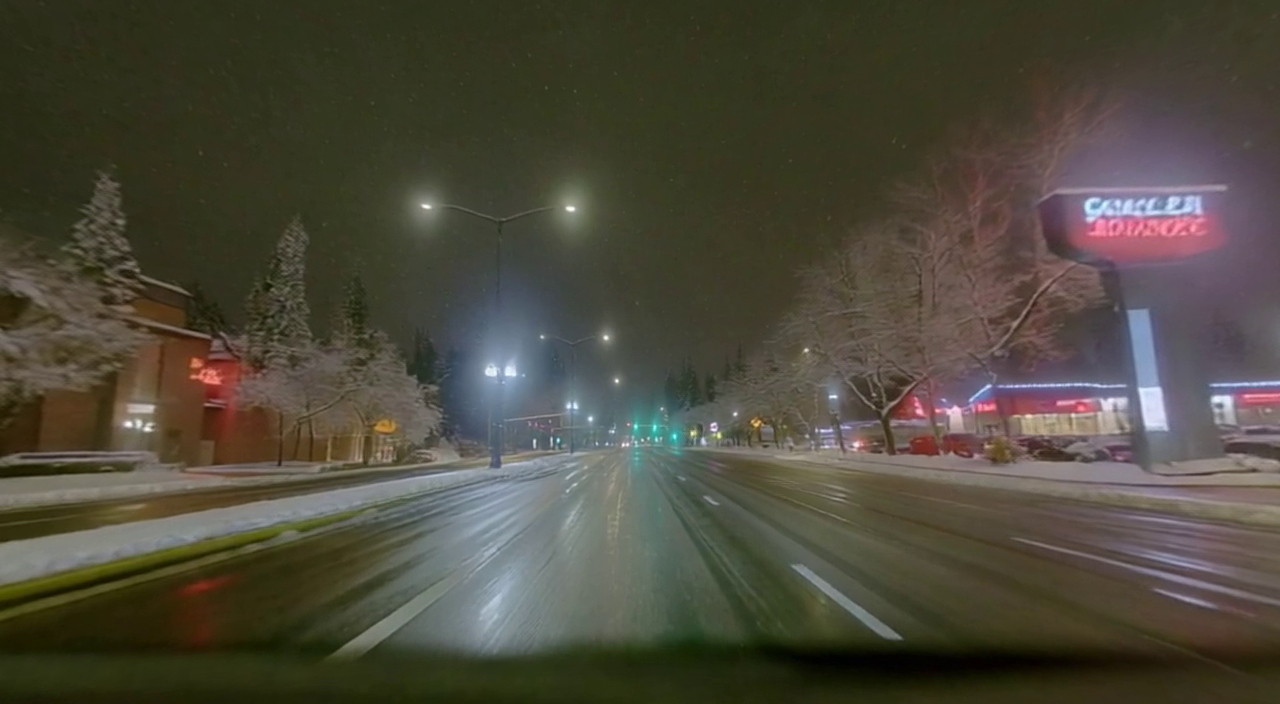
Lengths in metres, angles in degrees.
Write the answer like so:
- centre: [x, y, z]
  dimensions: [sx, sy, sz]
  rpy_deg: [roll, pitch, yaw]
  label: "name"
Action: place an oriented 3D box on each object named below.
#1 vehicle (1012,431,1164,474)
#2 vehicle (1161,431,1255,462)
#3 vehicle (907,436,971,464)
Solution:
- centre: [16.991, 3.834, 24.119]
  dimensions: [4.324, 1.536, 1.947]
  rpy_deg: [0, -9, -1]
  label: "vehicle"
- centre: [35.208, 5.860, 39.321]
  dimensions: [1.962, 1.791, 4.054]
  rpy_deg: [0, -8, 0]
  label: "vehicle"
- centre: [18.832, 6.188, 40.011]
  dimensions: [1.886, 1.670, 4.562]
  rpy_deg: [0, -8, 1]
  label: "vehicle"
